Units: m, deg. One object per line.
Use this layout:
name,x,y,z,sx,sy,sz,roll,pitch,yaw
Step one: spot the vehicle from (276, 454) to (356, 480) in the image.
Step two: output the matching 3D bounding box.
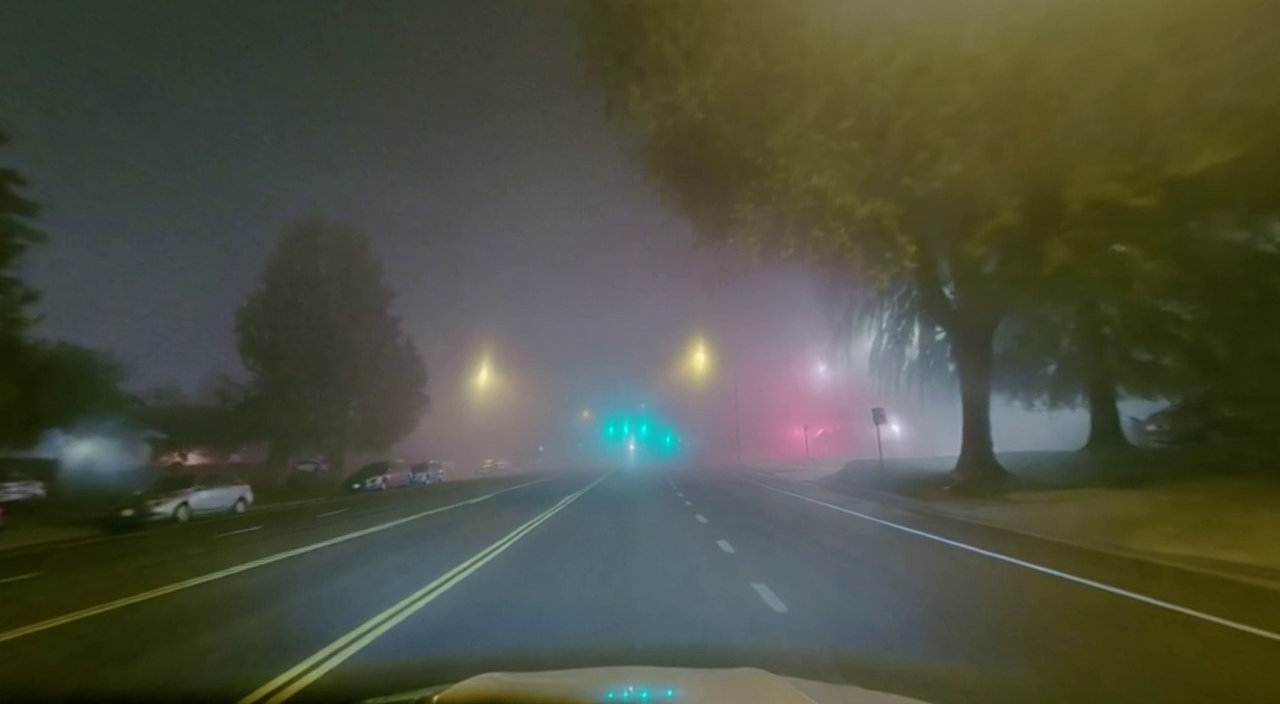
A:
vehicle,-21.581,7.684,42.196,4.284,1.621,1.938,0,-9,1

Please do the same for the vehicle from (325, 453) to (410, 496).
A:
vehicle,-12.814,5.748,30.072,1.882,1.775,4.904,0,-9,0

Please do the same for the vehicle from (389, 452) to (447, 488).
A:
vehicle,-12.530,6.660,35.878,1.882,1.727,3.945,-3,-8,1

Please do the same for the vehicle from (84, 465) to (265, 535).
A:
vehicle,-12.825,4.049,17.828,1.833,1.464,4.292,-4,-8,1
